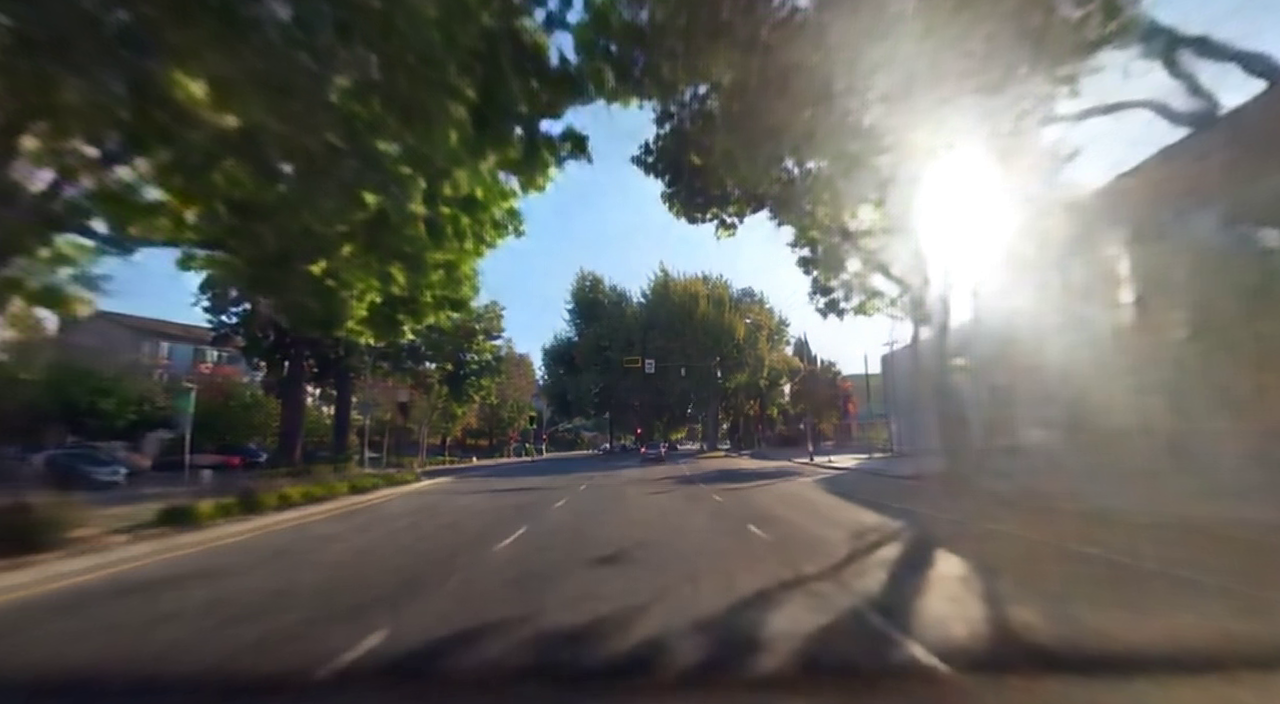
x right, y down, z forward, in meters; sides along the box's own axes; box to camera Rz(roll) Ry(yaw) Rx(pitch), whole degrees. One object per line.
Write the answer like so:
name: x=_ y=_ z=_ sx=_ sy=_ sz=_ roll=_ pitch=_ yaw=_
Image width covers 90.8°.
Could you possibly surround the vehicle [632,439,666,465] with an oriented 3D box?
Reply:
vehicle: x=0.595 y=6.326 z=40.242 sx=2.037 sy=1.568 sz=3.693 roll=-1 pitch=-8 yaw=2
